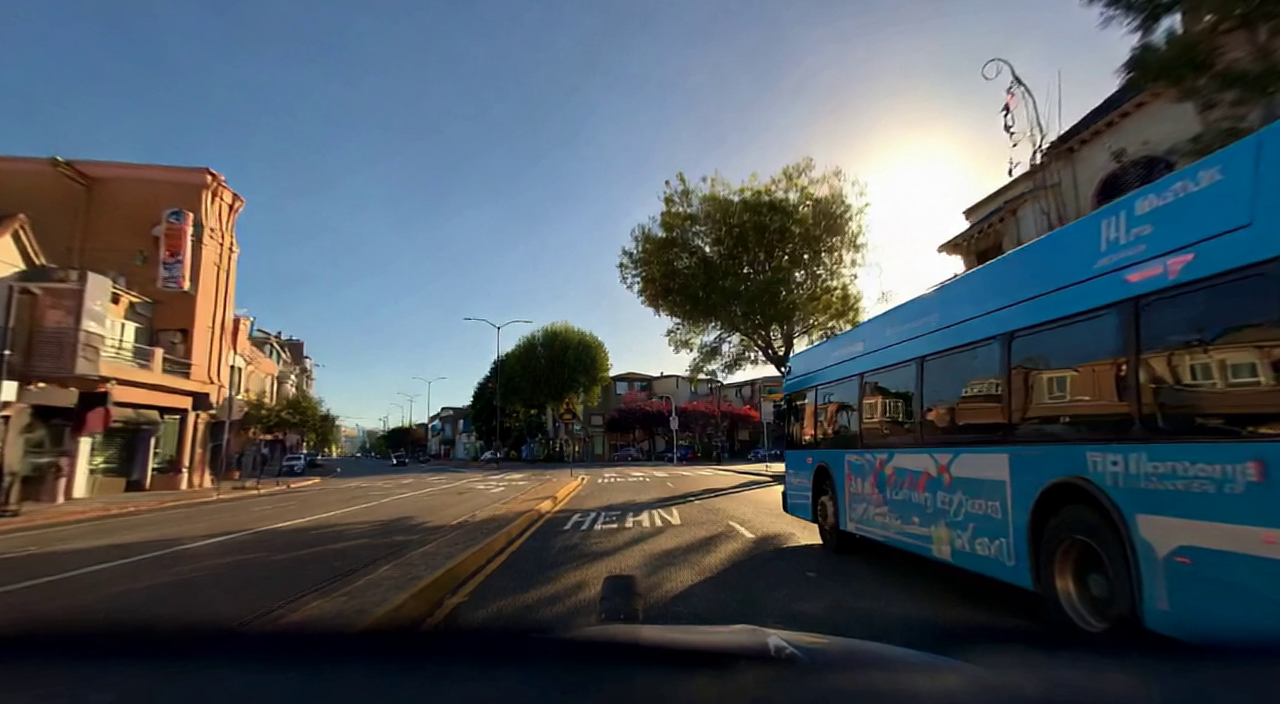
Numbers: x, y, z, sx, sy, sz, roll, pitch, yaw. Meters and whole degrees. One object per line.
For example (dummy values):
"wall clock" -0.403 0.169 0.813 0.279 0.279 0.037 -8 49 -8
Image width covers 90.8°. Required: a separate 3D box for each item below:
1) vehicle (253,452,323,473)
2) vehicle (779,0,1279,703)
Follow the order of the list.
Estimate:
"vehicle" -27.622 8.680 49.620 4.384 1.500 1.864 7 -11 -41
"vehicle" 3.812 0.135 2.859 3.194 3.345 12.428 0 -8 -2
